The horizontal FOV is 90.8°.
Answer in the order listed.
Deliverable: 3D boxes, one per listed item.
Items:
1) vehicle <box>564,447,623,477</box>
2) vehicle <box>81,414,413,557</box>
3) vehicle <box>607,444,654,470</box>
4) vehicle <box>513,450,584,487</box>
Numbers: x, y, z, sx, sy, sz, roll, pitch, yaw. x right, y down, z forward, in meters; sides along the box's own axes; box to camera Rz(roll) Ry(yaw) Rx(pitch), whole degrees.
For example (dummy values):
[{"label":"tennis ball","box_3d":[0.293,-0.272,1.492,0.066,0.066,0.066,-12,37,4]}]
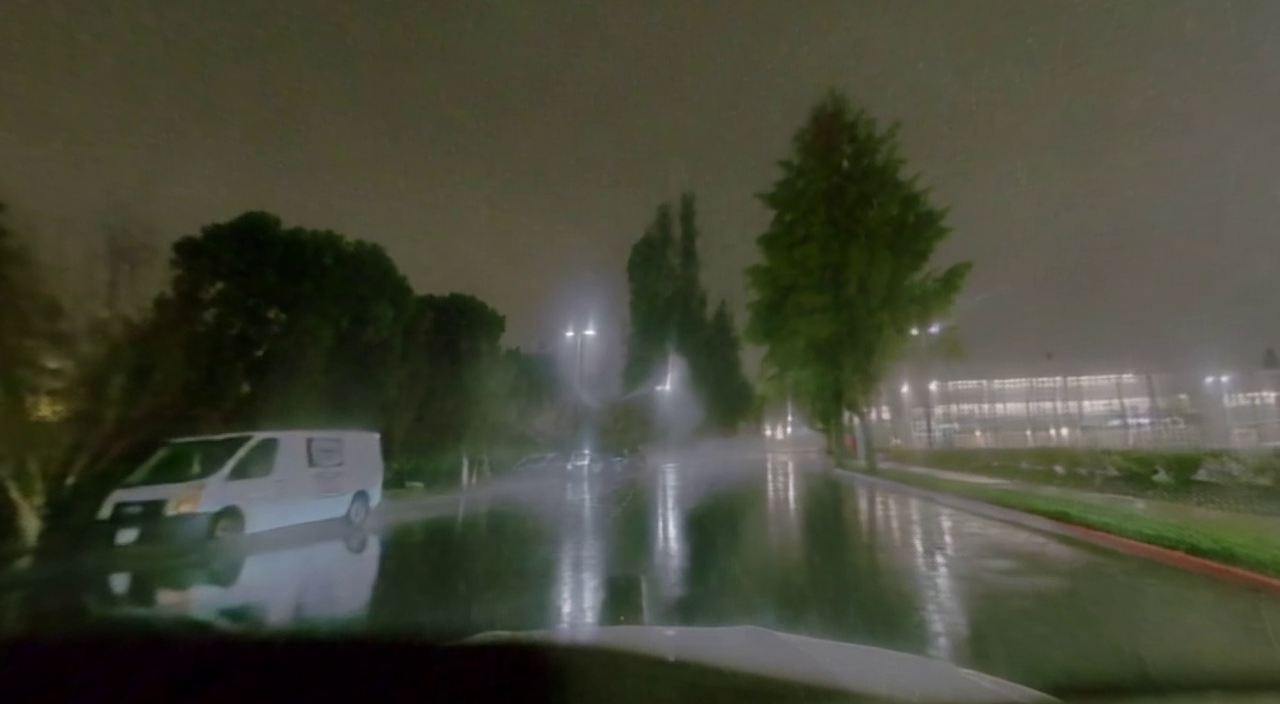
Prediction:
[{"label":"vehicle","box_3d":[-2.474,5.969,34.576,2.038,1.525,4.383,-2,-9,12]},{"label":"vehicle","box_3d":[-7.262,2.495,12.766,2.433,2.193,5.547,-2,-9,11]},{"label":"vehicle","box_3d":[-0.581,7.392,44.862,2.360,1.741,4.912,-2,-9,11]},{"label":"vehicle","box_3d":[-4.038,5.221,28.530,1.938,1.191,3.630,-8,-8,11]}]
